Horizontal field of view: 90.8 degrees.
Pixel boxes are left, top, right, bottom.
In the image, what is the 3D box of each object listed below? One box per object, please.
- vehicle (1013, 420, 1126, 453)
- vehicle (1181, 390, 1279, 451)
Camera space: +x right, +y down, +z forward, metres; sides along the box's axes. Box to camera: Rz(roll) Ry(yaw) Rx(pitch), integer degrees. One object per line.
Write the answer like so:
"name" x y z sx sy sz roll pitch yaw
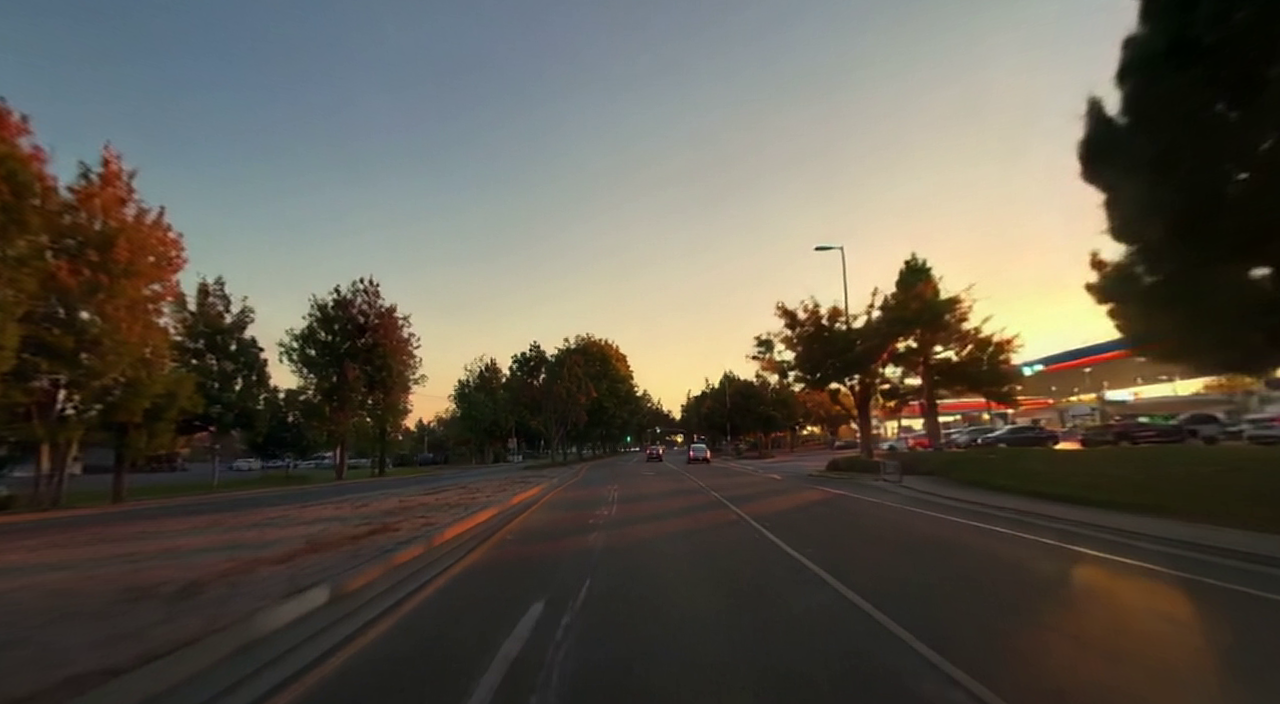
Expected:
"vehicle" 22.609 4.505 33.398 4.479 1.453 1.899 -2 -10 0
"vehicle" 21.295 2.359 21.226 4.098 1.771 2.147 1 -10 2
